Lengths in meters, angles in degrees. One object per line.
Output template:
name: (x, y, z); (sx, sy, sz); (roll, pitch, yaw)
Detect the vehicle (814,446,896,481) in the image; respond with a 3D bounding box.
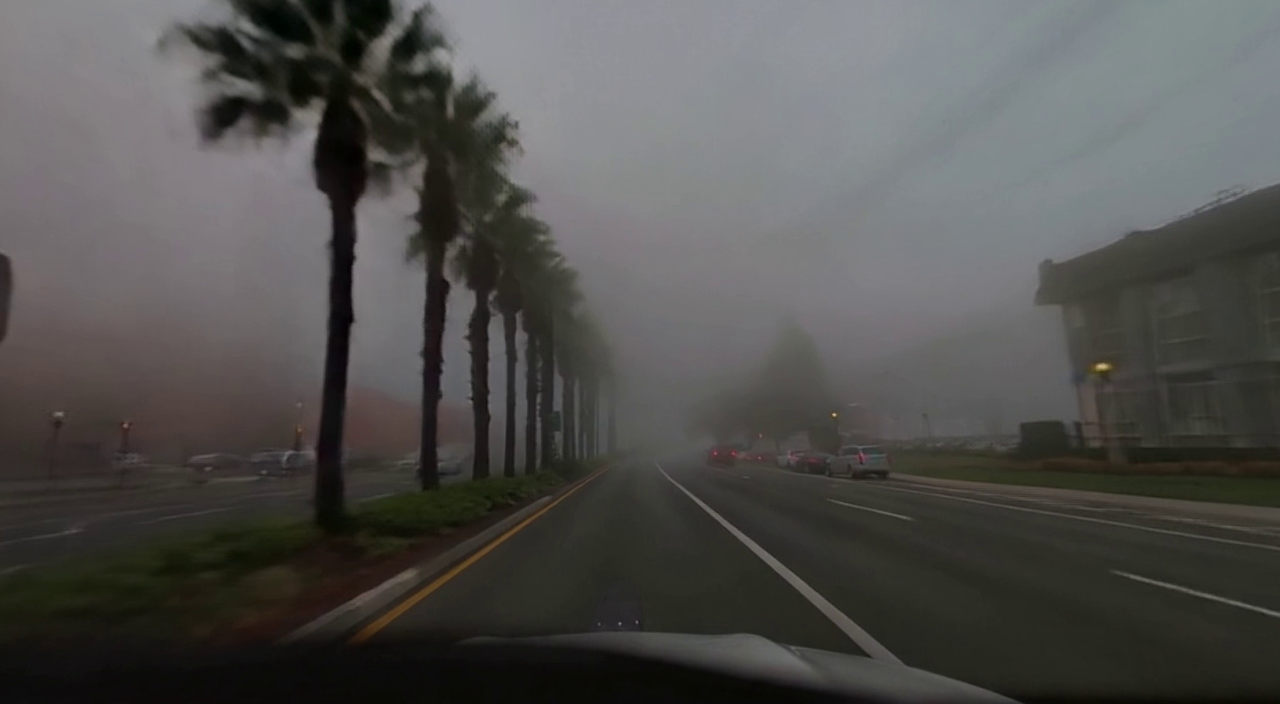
vehicle: (10.235, 5.336, 30.360); (2.086, 1.545, 4.645); (1, -9, -3)

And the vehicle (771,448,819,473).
vehicle: (10.055, 7.048, 41.109); (1.875, 1.491, 4.780); (0, -9, 0)
